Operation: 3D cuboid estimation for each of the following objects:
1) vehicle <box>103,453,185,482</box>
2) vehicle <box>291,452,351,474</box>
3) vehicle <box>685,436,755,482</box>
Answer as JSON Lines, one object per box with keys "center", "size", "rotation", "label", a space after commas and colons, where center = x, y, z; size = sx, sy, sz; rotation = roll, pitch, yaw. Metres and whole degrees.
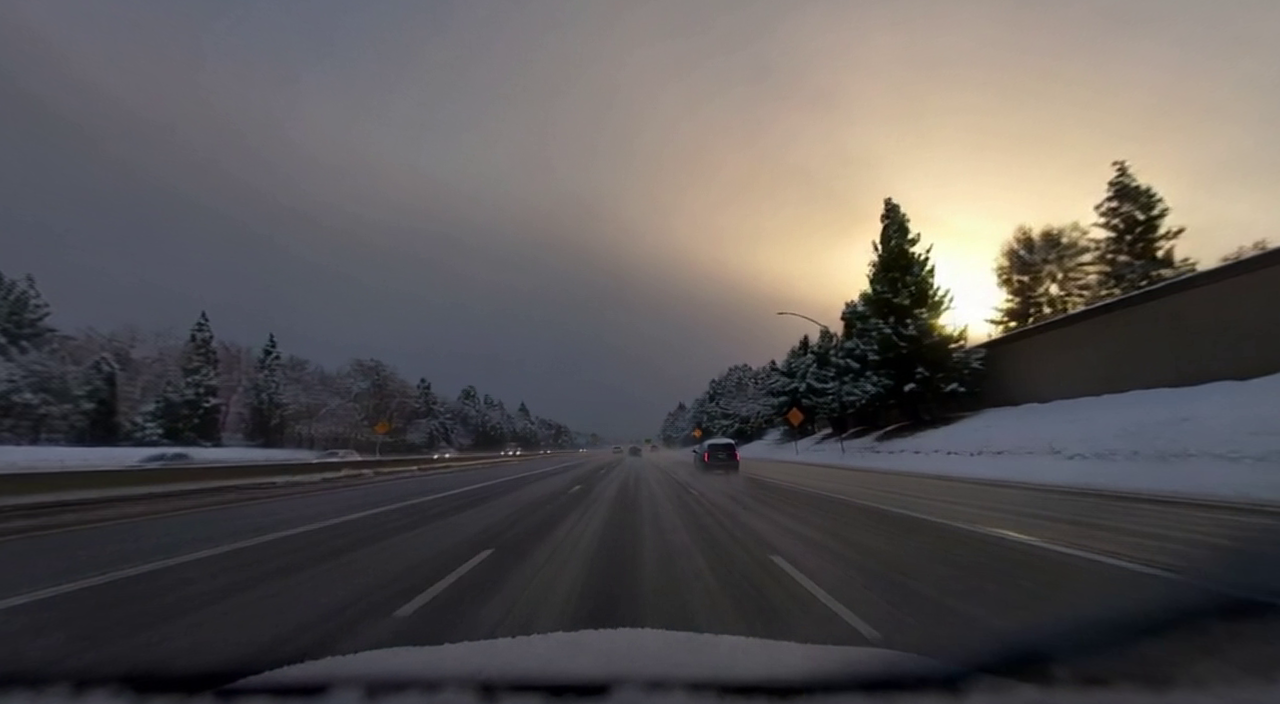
{"center": [-34.403, 7.974, 44.005], "size": [1.954, 1.838, 4.641], "rotation": [0, -9, 0], "label": "vehicle"}
{"center": [-23.381, 8.143, 46.478], "size": [1.899, 1.498, 4.767], "rotation": [0, -9, 1], "label": "vehicle"}
{"center": [3.091, 4.279, 25.459], "size": [2.130, 1.677, 4.317], "rotation": [0, -9, -2], "label": "vehicle"}
